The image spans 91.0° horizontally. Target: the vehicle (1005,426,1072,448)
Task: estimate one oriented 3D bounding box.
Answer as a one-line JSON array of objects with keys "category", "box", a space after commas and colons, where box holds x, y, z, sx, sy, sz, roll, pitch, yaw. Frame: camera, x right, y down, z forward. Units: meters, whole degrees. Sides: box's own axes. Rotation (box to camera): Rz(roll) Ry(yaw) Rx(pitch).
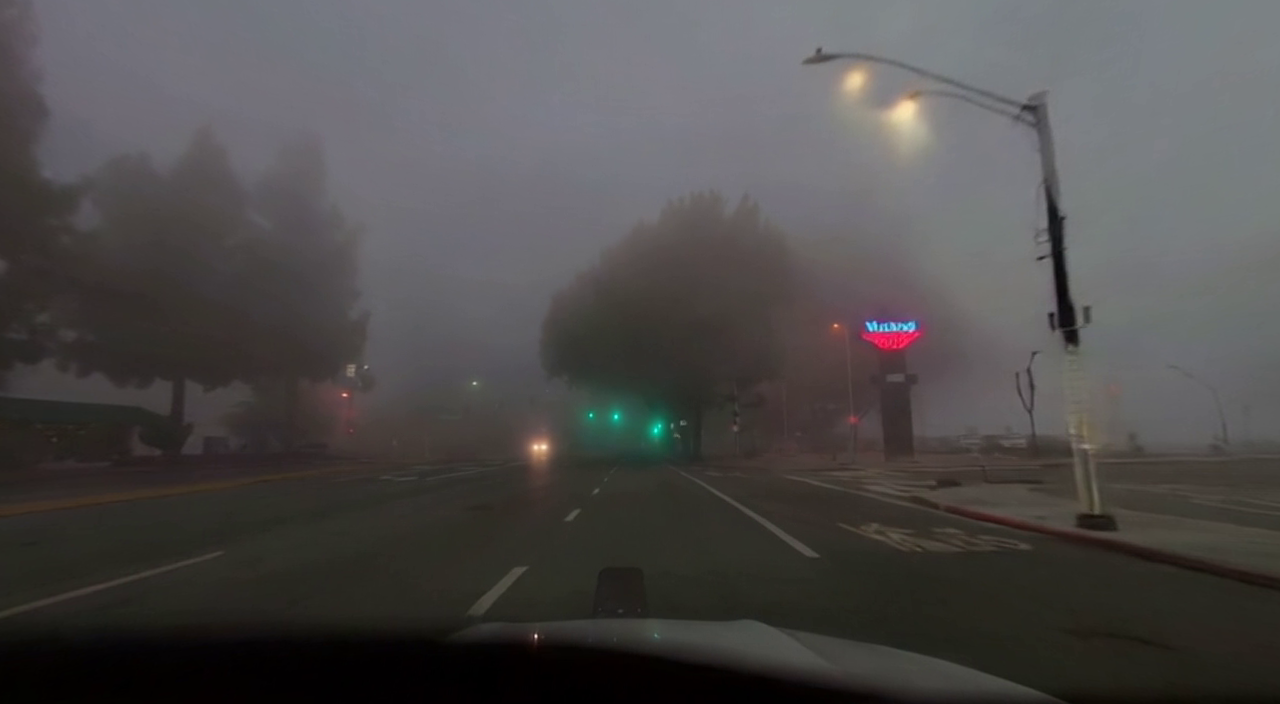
[{"category": "vehicle", "box": [31.578, 6.737, 49.945, 4.051, 1.611, 1.944, 1, -8, -2]}]
